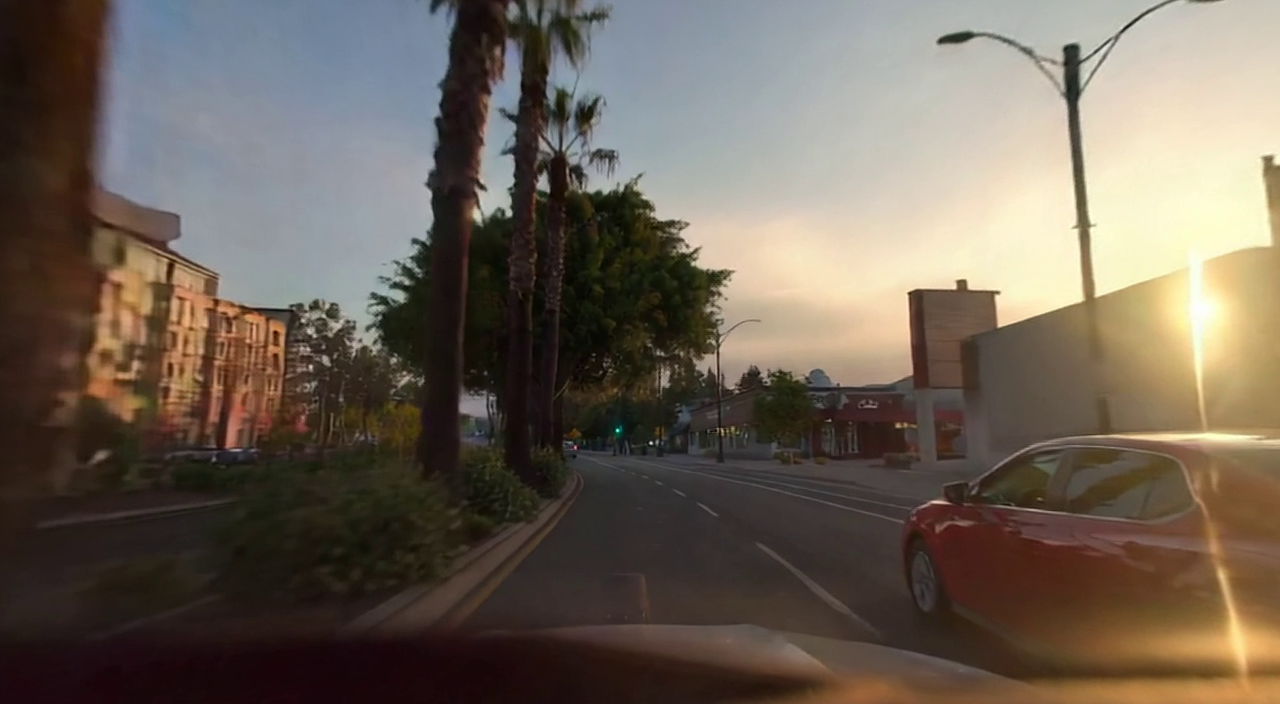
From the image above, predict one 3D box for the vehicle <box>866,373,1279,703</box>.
[{"bbox_3d":[3.065,1.074,3.587,1.867,1.554,4.301,0,-9,-1],"label":"vehicle"}]
